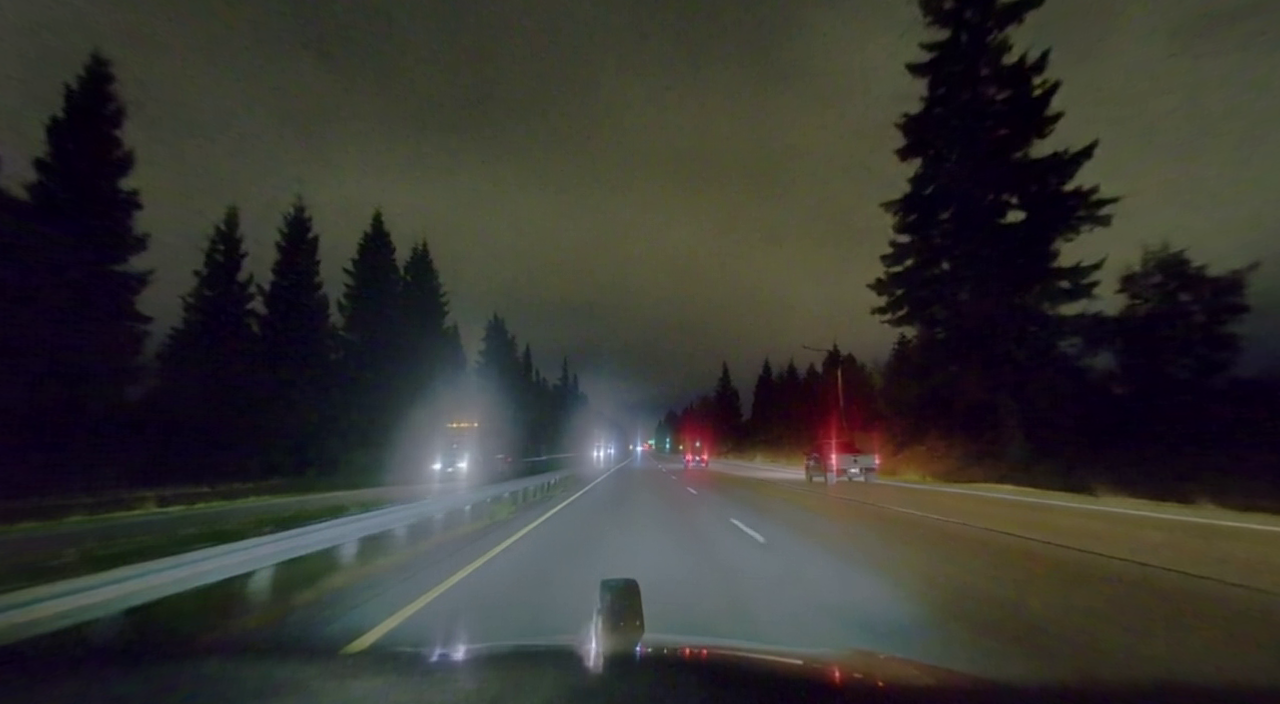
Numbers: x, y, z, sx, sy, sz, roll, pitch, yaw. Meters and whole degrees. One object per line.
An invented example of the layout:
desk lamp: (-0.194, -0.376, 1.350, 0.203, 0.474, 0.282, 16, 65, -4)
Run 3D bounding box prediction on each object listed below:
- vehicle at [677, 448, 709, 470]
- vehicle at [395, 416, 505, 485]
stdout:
vehicle: (4.024, 8.120, 48.185, 2.013, 1.584, 3.995, 0, -9, -1)
vehicle: (-12.733, 6.919, 44.267, 3.267, 4.040, 13.923, 0, -9, 0)
